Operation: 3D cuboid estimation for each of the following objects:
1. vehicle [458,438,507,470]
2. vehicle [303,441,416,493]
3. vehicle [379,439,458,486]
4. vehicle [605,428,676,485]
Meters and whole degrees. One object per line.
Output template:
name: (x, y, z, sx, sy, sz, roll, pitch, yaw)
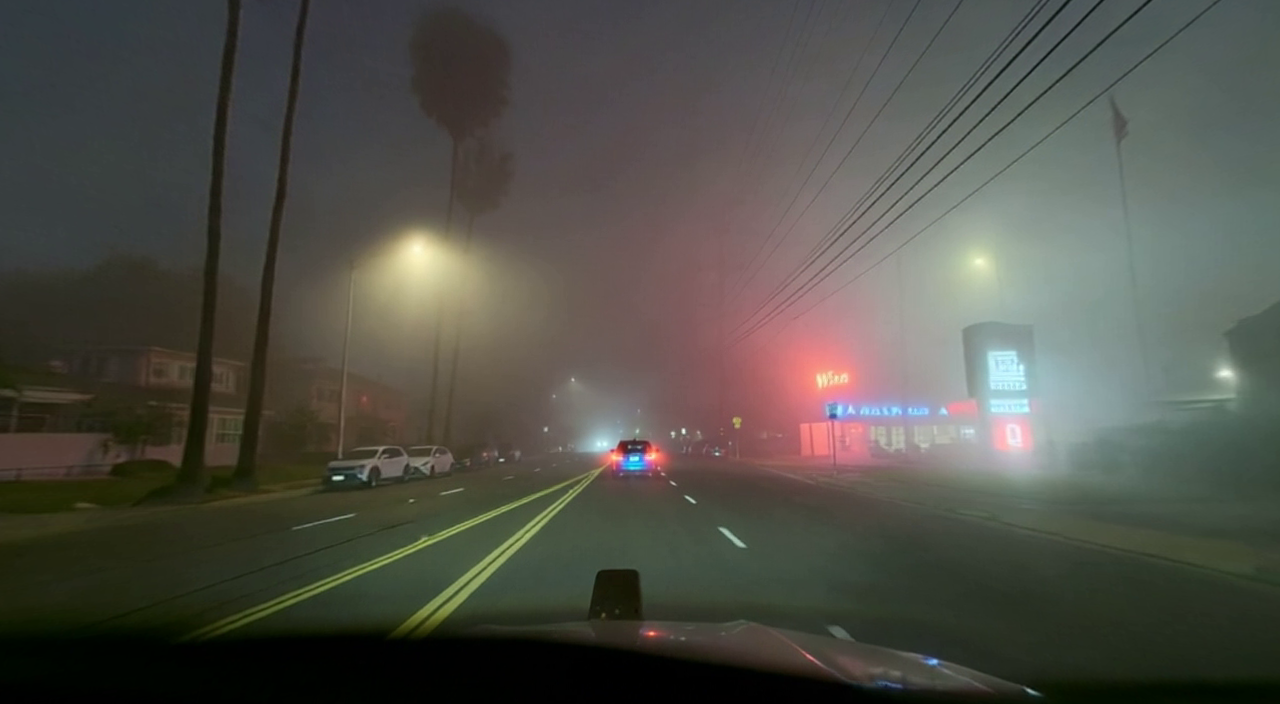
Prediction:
vehicle: (-10.085, 6.537, 40.595, 1.958, 1.937, 4.114, -1, -8, 2)
vehicle: (-10.166, 4.180, 23.296, 2.075, 1.693, 4.696, 0, -8, -1)
vehicle: (-10.165, 5.043, 29.340, 1.992, 1.744, 4.896, -2, -6, 0)
vehicle: (-0.061, 3.696, 22.506, 2.264, 1.798, 4.563, 0, -8, -2)
